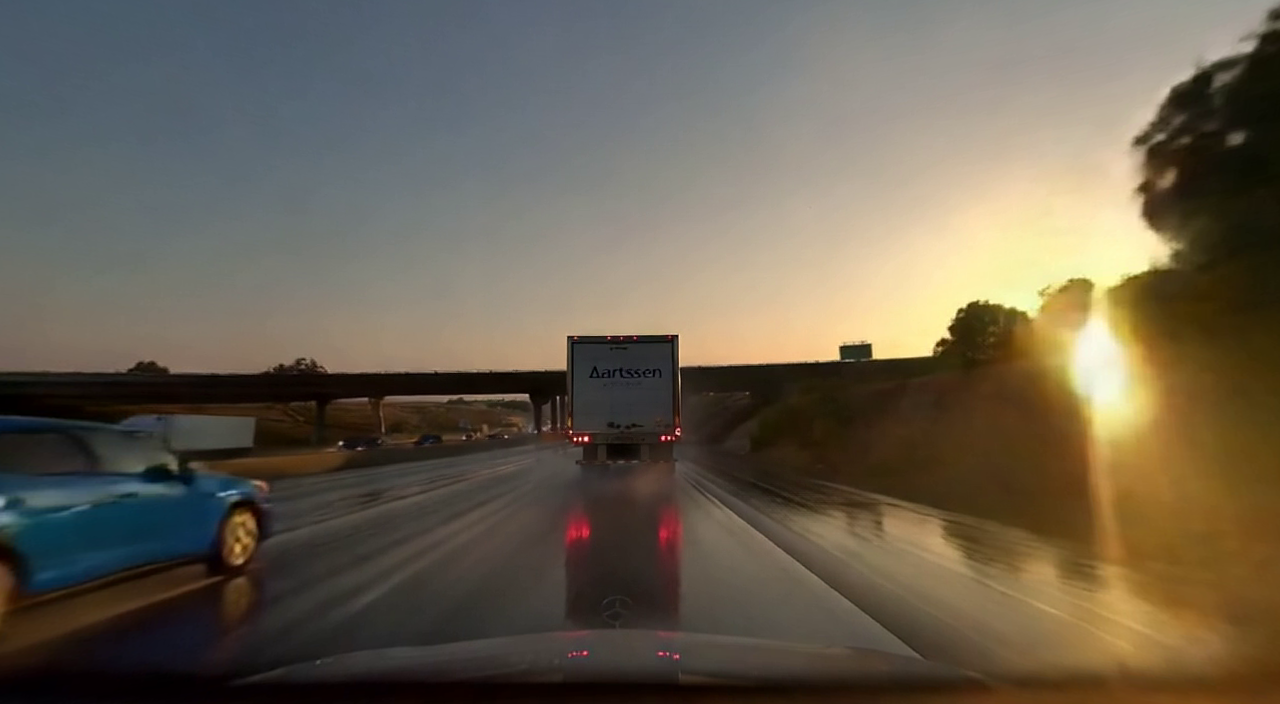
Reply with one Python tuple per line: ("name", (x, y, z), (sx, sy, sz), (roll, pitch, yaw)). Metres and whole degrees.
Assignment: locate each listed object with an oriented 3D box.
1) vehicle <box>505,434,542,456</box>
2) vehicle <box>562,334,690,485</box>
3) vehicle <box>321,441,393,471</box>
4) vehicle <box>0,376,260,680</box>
("vehicle", (-8.604, 6.889, 46.695), (1.940, 1.488, 3.976), (0, -8, 0))
("vehicle", (-0.418, 2.247, 22.482), (3.442, 4.106, 10.719), (0, -8, 0))
("vehicle", (-16.004, 5.877, 35.830), (1.924, 1.498, 4.565), (0, -8, 0))
("vehicle", (-4.510, 0.939, 3.256), (2.052, 1.639, 4.894), (0, -8, 0))
